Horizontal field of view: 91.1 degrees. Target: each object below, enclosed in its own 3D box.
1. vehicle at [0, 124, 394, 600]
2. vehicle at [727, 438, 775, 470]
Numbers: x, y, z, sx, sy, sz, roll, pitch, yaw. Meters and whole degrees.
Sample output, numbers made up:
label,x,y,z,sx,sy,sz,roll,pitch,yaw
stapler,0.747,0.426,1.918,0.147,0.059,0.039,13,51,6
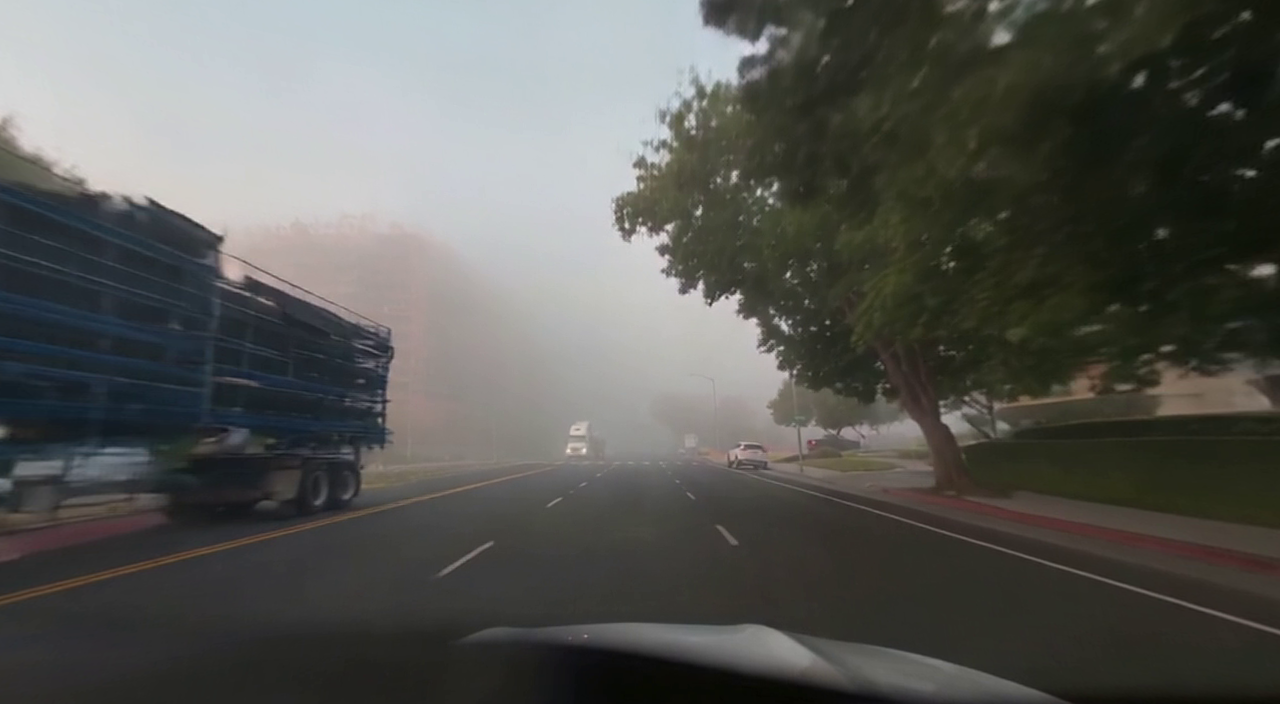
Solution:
label,x,y,z,sx,sy,sz,roll,pitch,yaw
vehicle,-7.171,0.361,7.525,2.815,4.259,13.345,0,-8,1
vehicle,6.982,6.477,39.970,2.169,1.880,4.849,0,-9,0
